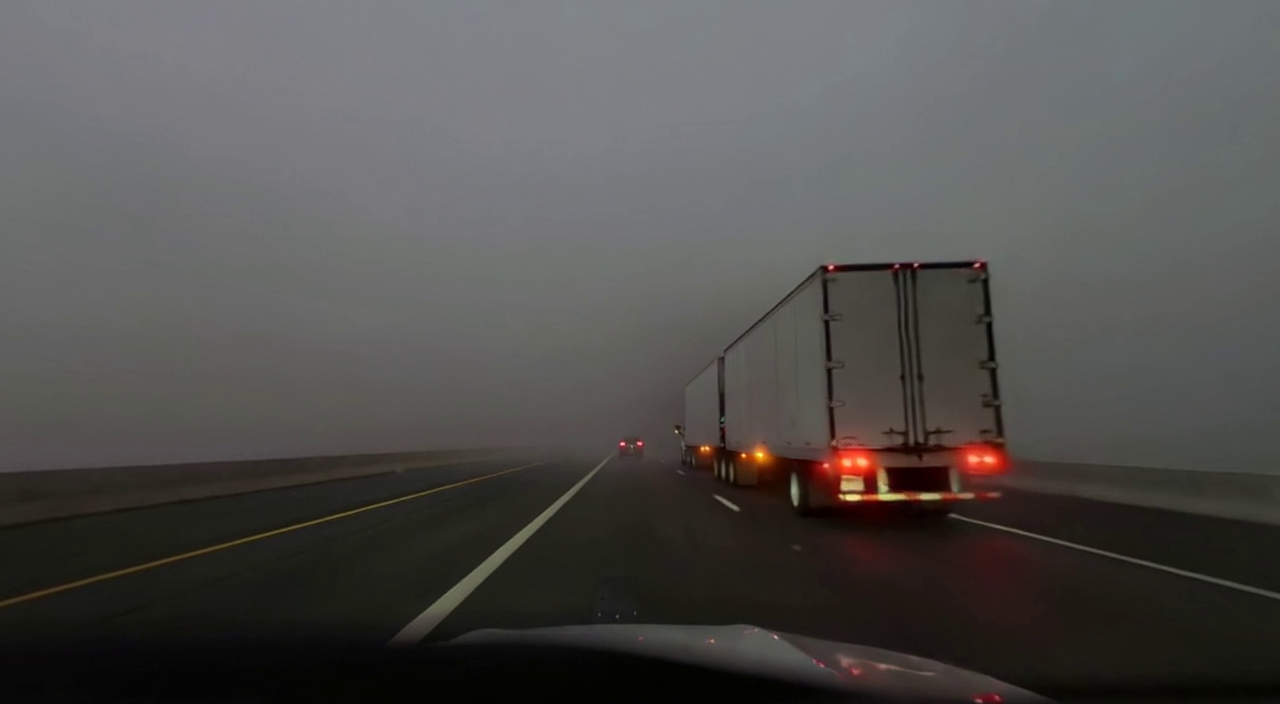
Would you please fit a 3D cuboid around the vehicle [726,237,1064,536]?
[{"bbox_3d":[3.896,0.992,12.635,2.967,3.961,8.660,0,-8,-1],"label":"vehicle"}]

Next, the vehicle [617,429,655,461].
[{"bbox_3d":[-0.336,6.326,42.915,2.456,2.007,4.728,0,-8,-1],"label":"vehicle"}]
